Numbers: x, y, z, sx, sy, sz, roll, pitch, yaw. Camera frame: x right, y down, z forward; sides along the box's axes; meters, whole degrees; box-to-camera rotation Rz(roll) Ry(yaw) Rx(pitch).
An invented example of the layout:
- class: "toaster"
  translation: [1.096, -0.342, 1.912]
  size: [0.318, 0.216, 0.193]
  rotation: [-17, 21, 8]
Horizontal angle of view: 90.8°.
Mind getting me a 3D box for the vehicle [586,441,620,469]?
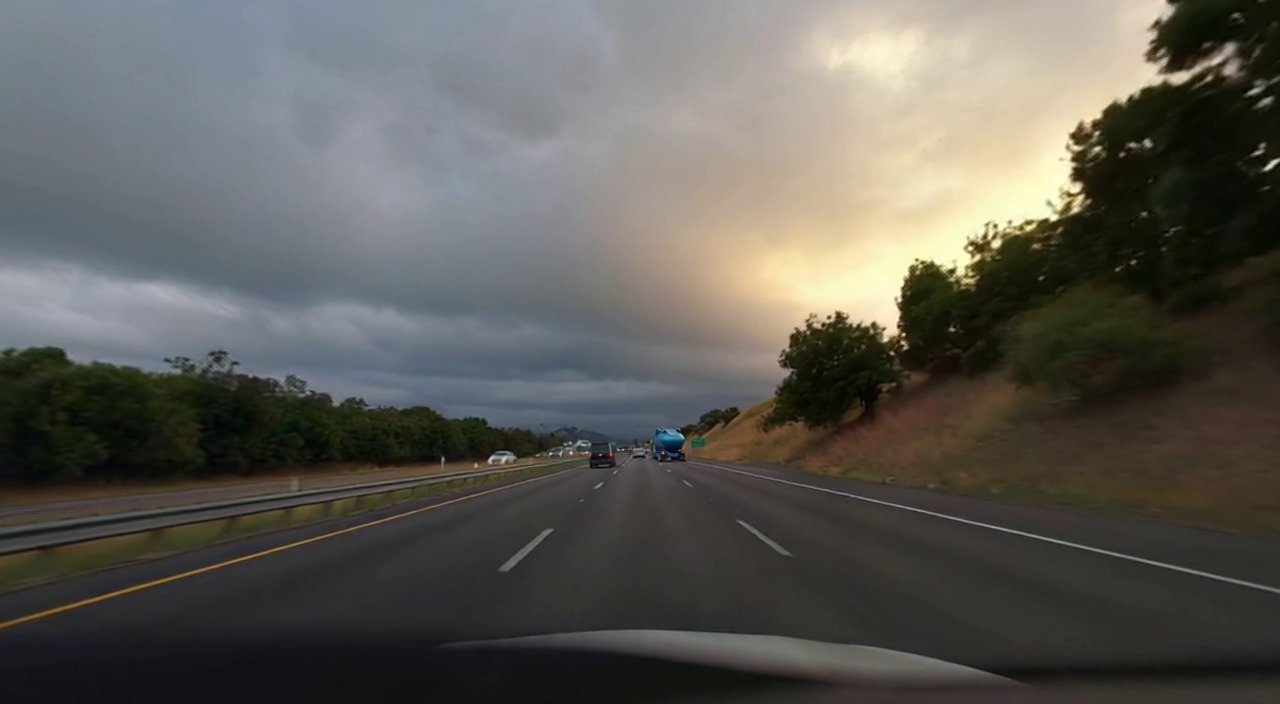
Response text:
- class: "vehicle"
  translation: [-2.701, 7.667, 47.197]
  size: [2.190, 1.949, 4.883]
  rotation: [0, -9, 0]
